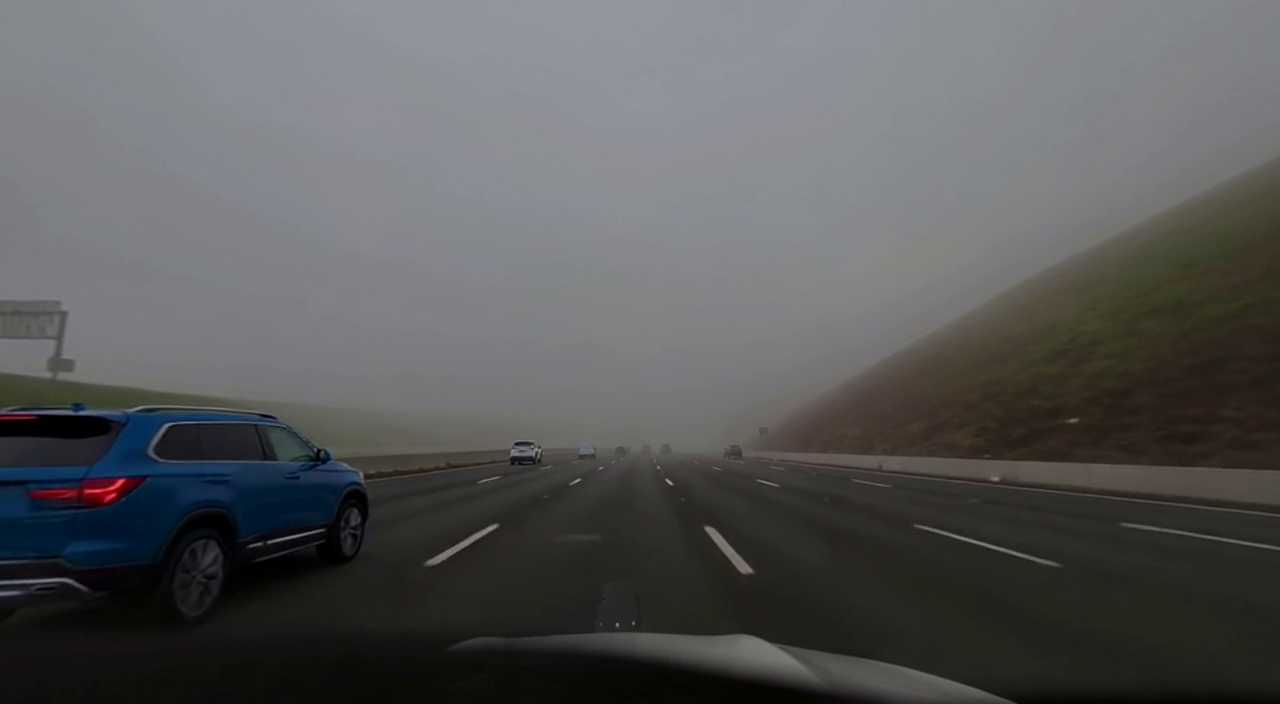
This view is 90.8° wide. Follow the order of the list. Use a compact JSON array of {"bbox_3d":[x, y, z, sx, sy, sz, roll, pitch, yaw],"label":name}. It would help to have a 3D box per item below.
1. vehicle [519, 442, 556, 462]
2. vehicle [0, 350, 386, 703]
[{"bbox_3d":[-7.983,7.845,49.566,2.054,1.474,4.450,0,-9,1],"label":"vehicle"},{"bbox_3d":[-3.816,1.114,4.480,2.047,1.715,4.689,0,-9,0],"label":"vehicle"}]
